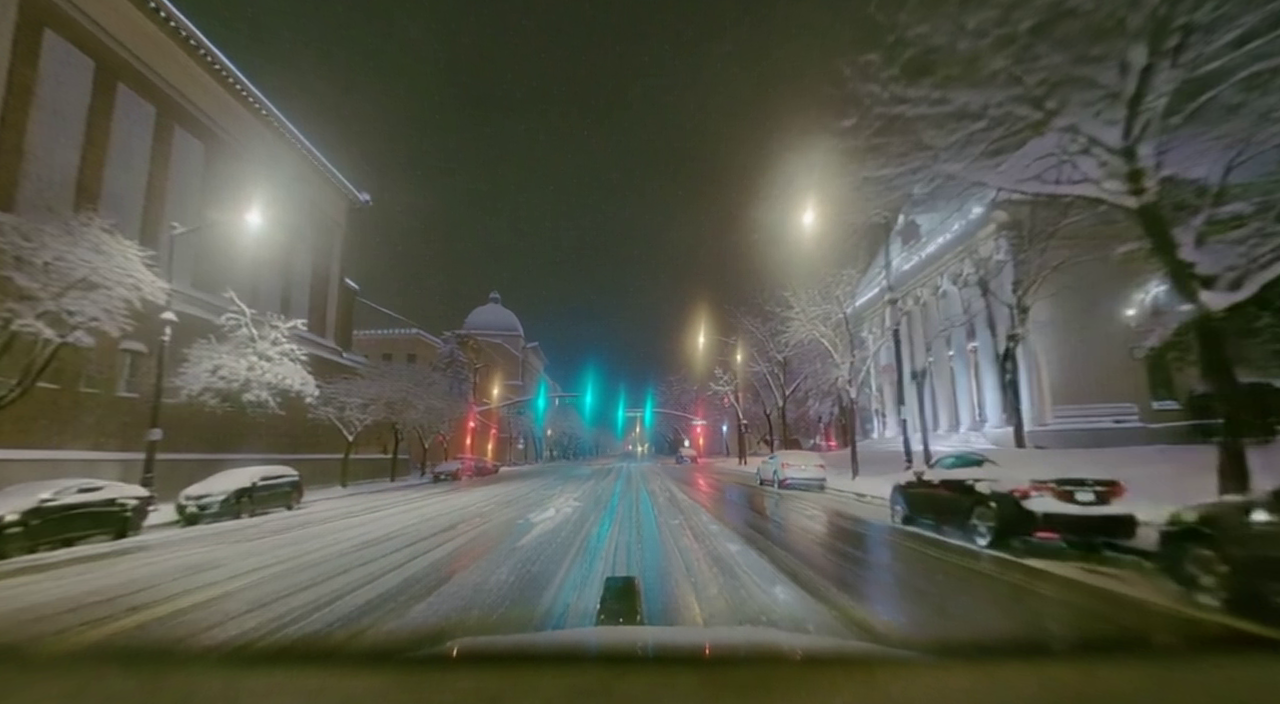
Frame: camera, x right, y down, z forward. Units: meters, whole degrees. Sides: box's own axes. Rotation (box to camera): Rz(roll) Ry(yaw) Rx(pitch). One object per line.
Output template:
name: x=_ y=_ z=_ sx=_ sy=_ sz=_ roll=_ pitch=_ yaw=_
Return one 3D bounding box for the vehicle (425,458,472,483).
vehicle: x=-12.676 y=7.887 z=42.159 sx=1.767 sy=1.455 sz=4.389 roll=0 pitch=-9 yaw=0

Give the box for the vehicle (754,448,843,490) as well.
vehicle: x=5.997 y=4.456 z=24.556 sx=2.091 sy=1.445 sz=4.678 roll=0 pitch=-9 yaw=-2

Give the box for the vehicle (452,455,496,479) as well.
vehicle: x=-12.889 y=8.919 z=49.387 sx=2.011 sy=1.668 sz=5.474 roll=0 pitch=-9 yaw=0

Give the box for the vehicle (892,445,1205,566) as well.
vehicle: x=5.816 y=2.176 z=9.847 sx=1.869 sy=1.430 sz=4.365 roll=0 pitch=-9 yaw=-1

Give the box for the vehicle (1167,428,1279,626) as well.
vehicle: x=5.843 y=1.123 z=3.434 sx=1.849 sy=1.491 sz=4.626 roll=0 pitch=-8 yaw=-2

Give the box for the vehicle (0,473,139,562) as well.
vehicle: x=-12.611 y=3.251 z=12.539 sx=1.828 sy=1.462 sz=4.421 roll=0 pitch=-9 yaw=-2

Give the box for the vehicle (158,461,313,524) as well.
vehicle: x=-12.614 y=4.352 z=20.163 sx=1.911 sy=1.558 sz=4.793 roll=-3 pitch=-9 yaw=-2
